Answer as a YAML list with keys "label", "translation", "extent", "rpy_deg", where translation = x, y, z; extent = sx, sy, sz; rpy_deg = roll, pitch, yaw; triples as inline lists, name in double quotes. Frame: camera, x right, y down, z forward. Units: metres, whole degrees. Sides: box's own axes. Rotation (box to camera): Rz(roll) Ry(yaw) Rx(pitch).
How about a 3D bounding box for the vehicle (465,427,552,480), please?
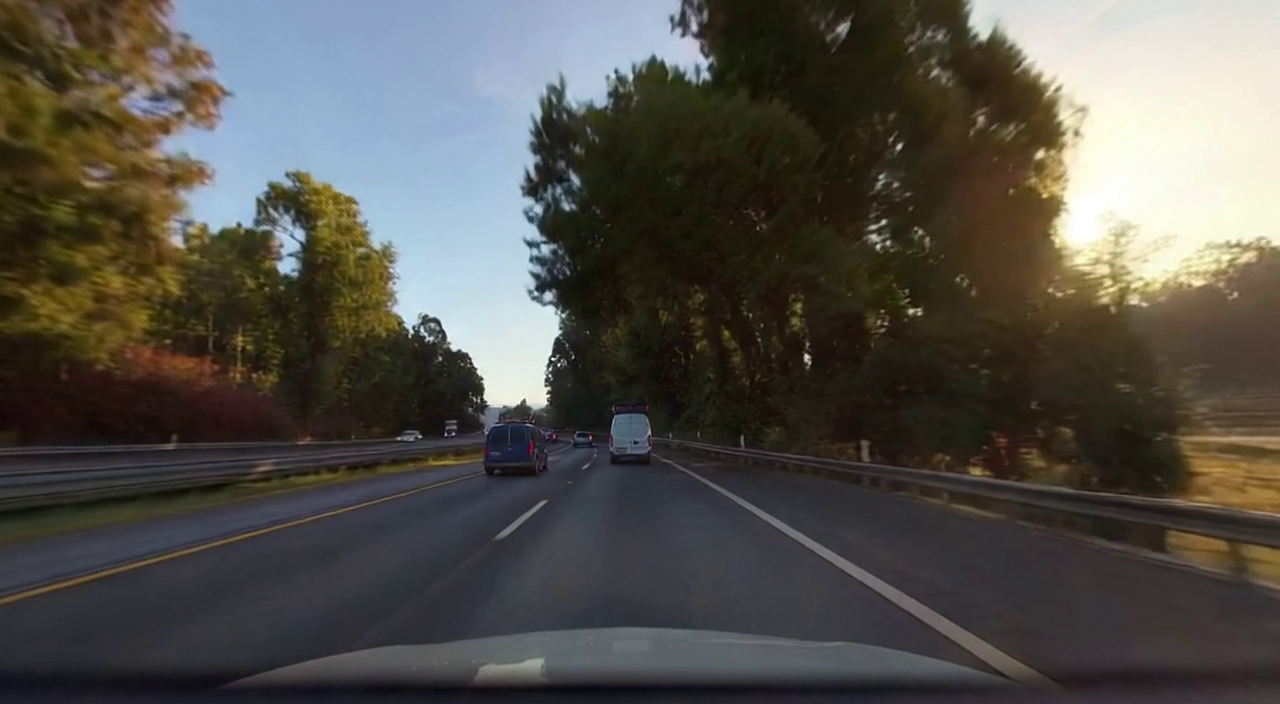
- label: "vehicle"
  translation: [-4.409, 3.467, 21.876]
  extent: [2.110, 1.636, 4.453]
  rpy_deg: [0, -8, -1]

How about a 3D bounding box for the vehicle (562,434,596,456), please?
- label: "vehicle"
  translation: [-4.339, 6.695, 45.489]
  extent: [2.251, 1.459, 4.236]
  rpy_deg: [0, -8, -2]

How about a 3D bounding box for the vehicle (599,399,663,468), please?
- label: "vehicle"
  translation: [-0.546, 3.852, 29.624]
  extent: [2.647, 2.896, 6.480]
  rpy_deg: [0, -8, -3]
